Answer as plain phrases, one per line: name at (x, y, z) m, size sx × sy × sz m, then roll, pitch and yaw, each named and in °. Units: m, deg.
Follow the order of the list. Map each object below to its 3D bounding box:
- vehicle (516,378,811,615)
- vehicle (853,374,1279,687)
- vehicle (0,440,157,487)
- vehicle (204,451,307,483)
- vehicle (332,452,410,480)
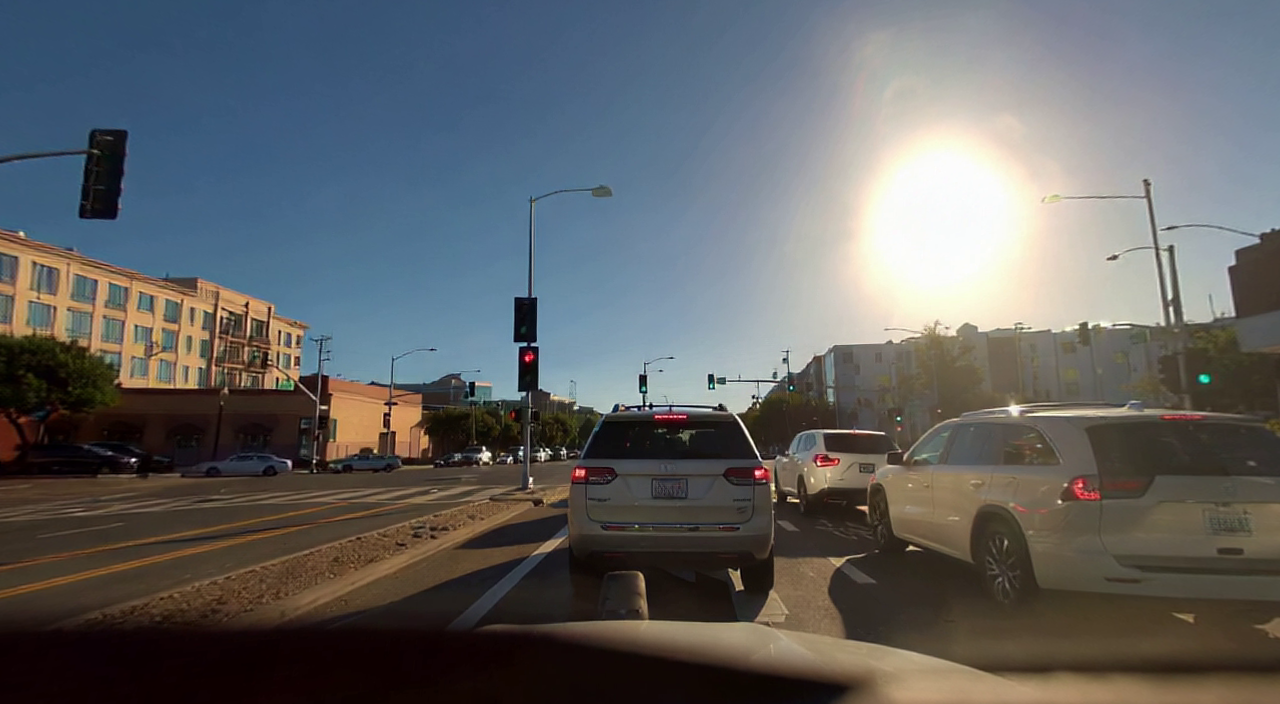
vehicle at (0.228, 1.458, 7.216) m, size 2.292 × 1.840 × 4.394 m, roll 0°, pitch -9°, yaw 1°
vehicle at (3.606, 1.287, 5.656) m, size 2.018 × 1.701 × 4.288 m, roll 0°, pitch -9°, yaw 2°
vehicle at (-24.571, 4.836, 27.549) m, size 5.062 × 1.946 × 2.243 m, roll 0°, pitch -9°, yaw -1°
vehicle at (-24.433, 7.310, 40.352) m, size 5.156 × 1.849 × 2.044 m, roll 2°, pitch -9°, yaw -16°
vehicle at (-18.492, 7.816, 43.727) m, size 2.089 × 1.739 × 4.744 m, roll -4°, pitch -9°, yaw 24°
